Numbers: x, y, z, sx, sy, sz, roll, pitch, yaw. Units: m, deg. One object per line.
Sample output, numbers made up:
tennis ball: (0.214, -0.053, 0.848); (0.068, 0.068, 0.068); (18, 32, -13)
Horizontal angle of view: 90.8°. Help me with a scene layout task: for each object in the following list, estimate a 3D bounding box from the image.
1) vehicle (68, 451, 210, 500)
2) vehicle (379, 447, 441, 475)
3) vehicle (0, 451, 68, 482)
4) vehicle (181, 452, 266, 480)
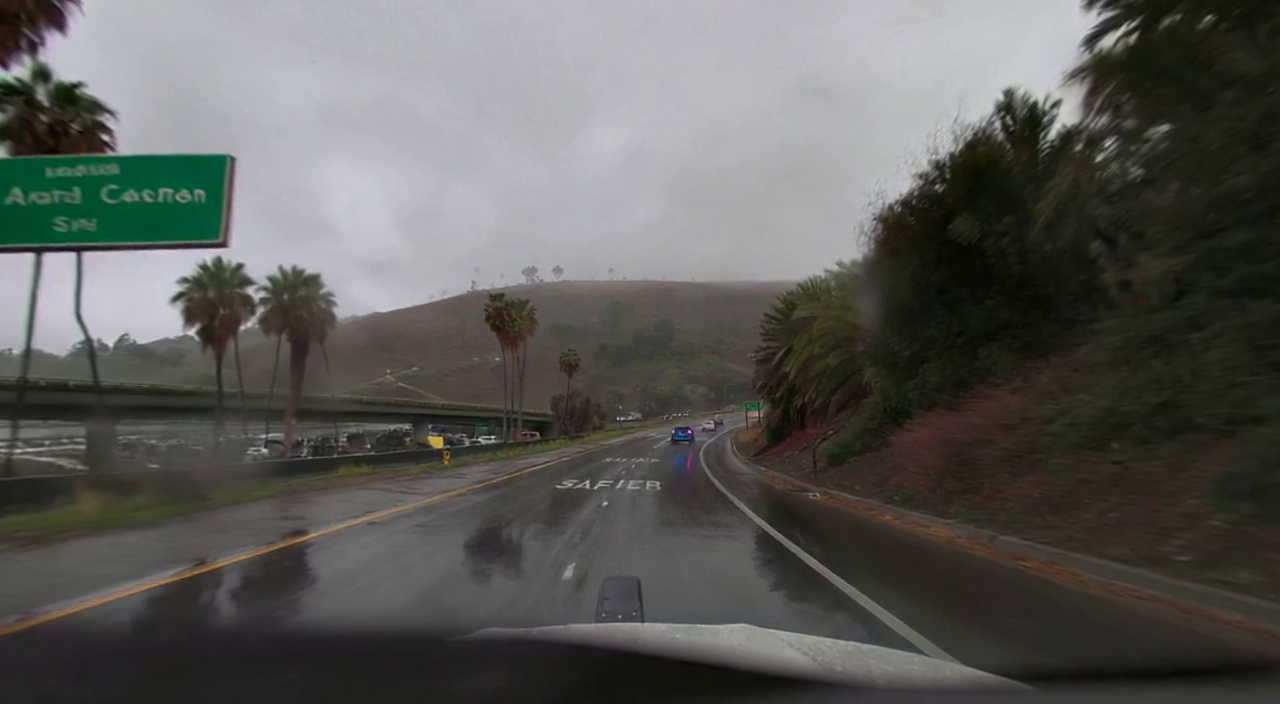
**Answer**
vehicle: (-19.577, 4.801, 24.993); (1.956, 1.716, 4.330); (0, -9, 2)
vehicle: (-15.043, 7.142, 41.654); (2.227, 1.760, 4.507); (-1, -9, 2)
vehicle: (-31.713, 5.702, 31.654); (1.783, 1.482, 4.460); (0, -9, 1)
vehicle: (-23.686, 6.486, 36.134); (1.862, 1.465, 4.157); (-1, -9, 3)
